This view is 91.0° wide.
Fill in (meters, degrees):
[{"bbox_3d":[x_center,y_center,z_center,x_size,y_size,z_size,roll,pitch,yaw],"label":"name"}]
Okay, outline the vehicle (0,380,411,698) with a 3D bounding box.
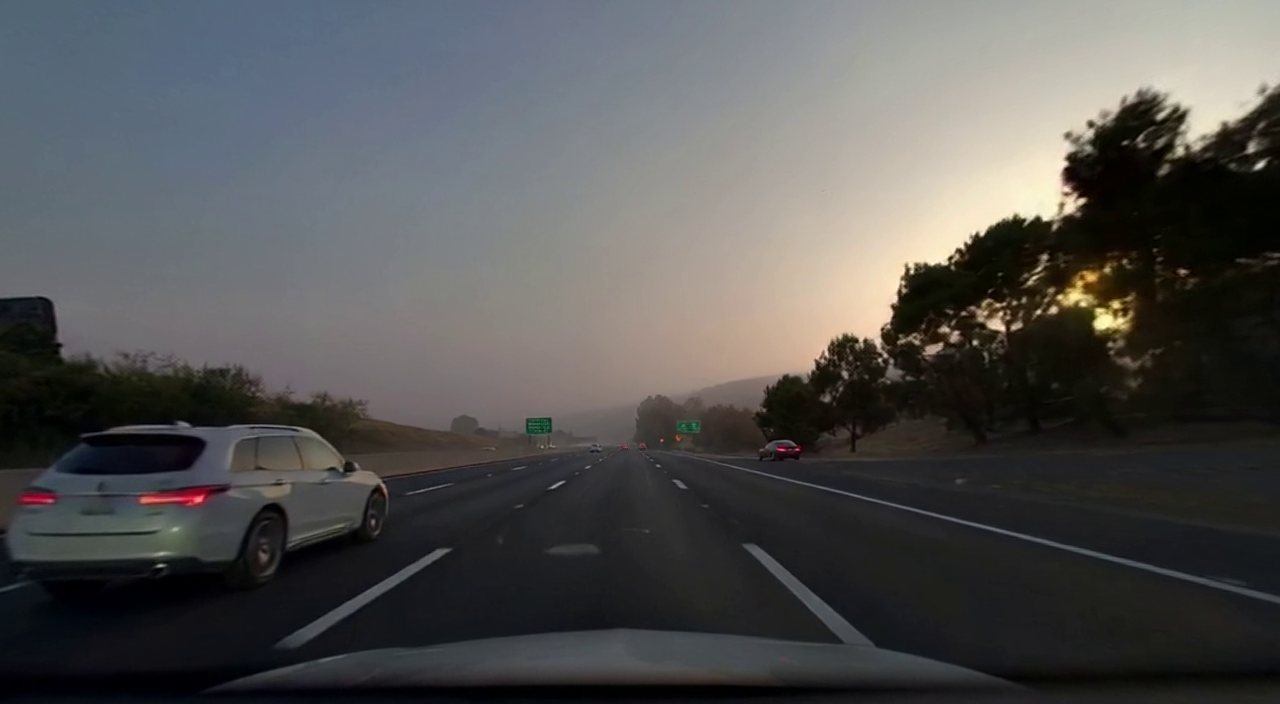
[{"bbox_3d":[-4.177,1.341,5.910,2.200,1.662,5.091,0,-8,-1],"label":"vehicle"}]
